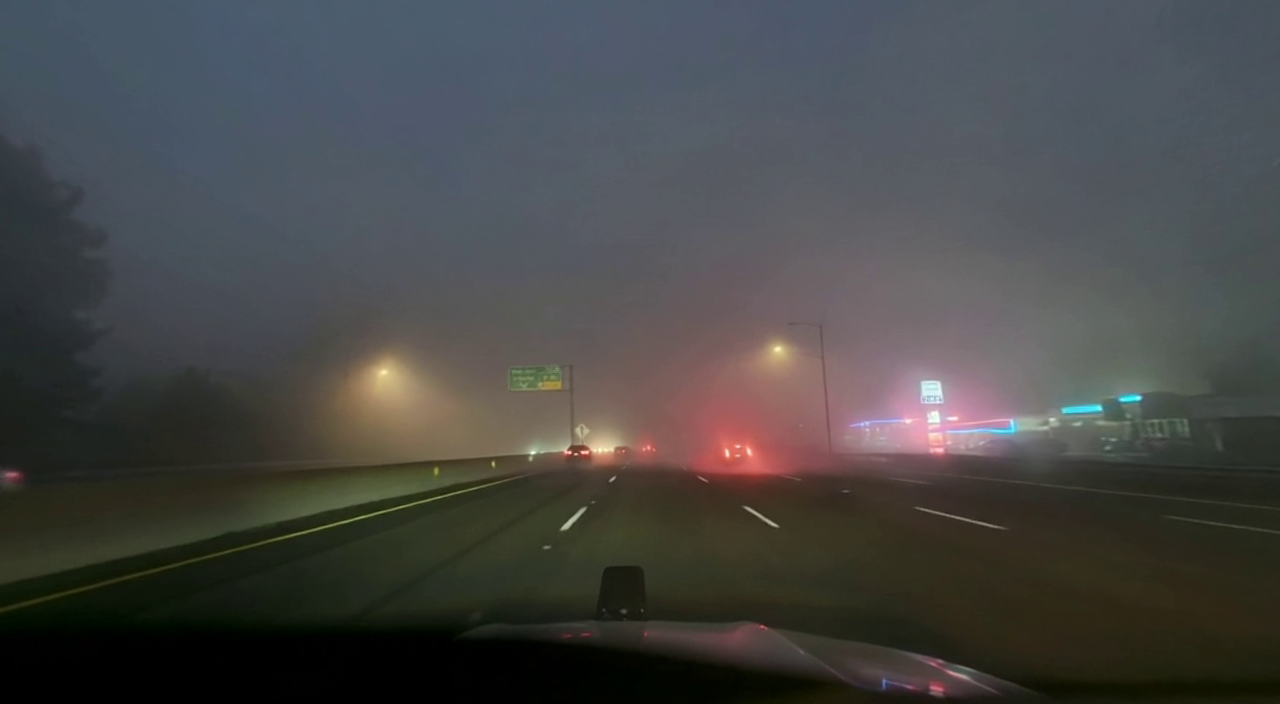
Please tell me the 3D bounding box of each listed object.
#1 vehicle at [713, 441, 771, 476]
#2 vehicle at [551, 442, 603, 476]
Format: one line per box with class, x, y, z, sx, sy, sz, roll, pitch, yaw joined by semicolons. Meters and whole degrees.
vehicle;4.645;4.954;29.553;1.909;1.467;4.940;-1;-9;0
vehicle;-3.030;5.277;31.270;2.114;1.510;4.186;-1;-9;1
